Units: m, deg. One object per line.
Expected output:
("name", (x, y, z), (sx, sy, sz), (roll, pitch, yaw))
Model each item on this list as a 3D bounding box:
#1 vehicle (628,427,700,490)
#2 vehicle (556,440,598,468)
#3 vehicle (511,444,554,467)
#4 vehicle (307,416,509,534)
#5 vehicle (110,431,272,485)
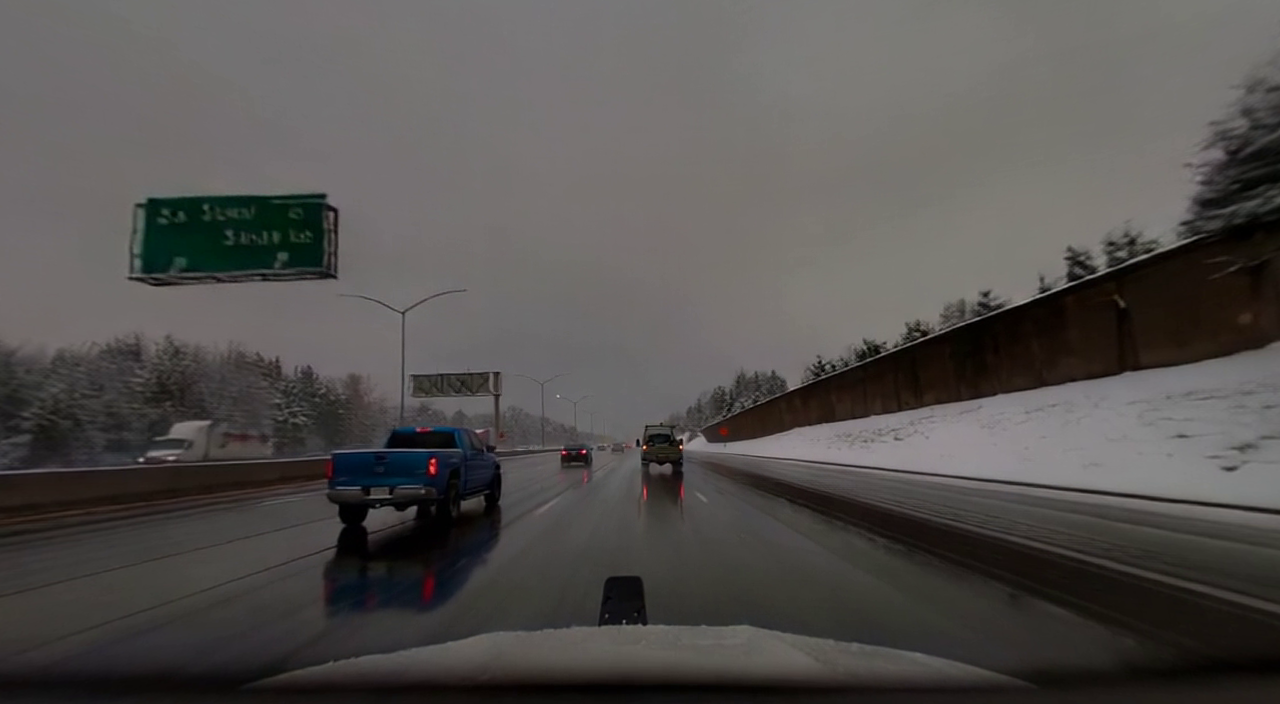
("vehicle", (0.700, 3.442, 20.714), (2.083, 1.792, 4.782), (0, -9, 0))
("vehicle", (-3.787, 6.230, 38.556), (1.961, 1.591, 4.756), (0, -9, 1))
("vehicle", (-7.394, 7.174, 43.937), (2.081, 1.463, 4.749), (0, -9, 1))
("vehicle", (-4.132, 2.289, 12.385), (1.954, 1.792, 5.187), (0, -9, 0))
("vehicle", (-16.159, 3.842, 23.129), (2.058, 1.758, 4.937), (-1, -9, 3))
